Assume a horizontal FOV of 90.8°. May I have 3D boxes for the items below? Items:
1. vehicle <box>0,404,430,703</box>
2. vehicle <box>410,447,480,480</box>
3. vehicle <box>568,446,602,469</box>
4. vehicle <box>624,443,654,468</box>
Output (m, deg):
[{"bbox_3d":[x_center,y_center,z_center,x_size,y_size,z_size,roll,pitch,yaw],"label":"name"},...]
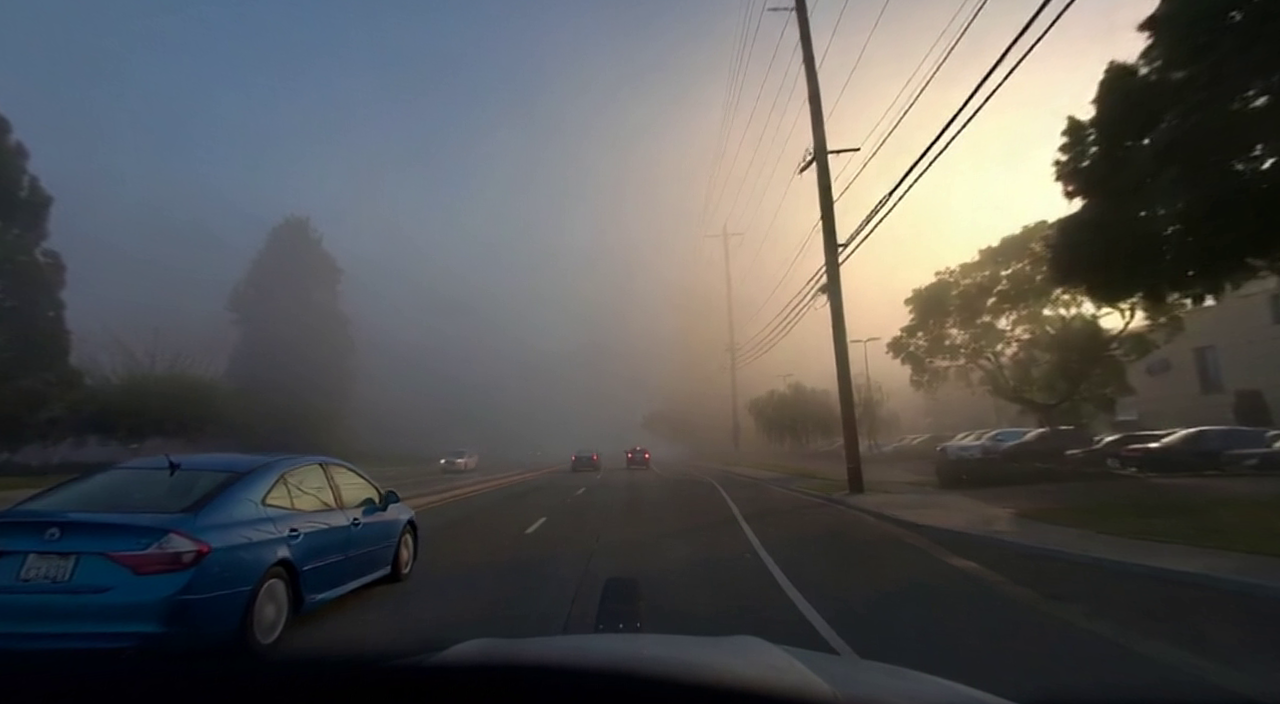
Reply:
[{"bbox_3d":[-3.448,1.375,5.067,1.928,1.488,4.635,0,-10,0],"label":"vehicle"},{"bbox_3d":[-9.033,5.234,29.611,1.971,1.415,4.317,0,-10,-1],"label":"vehicle"},{"bbox_3d":[-3.744,7.348,43.785,2.021,1.486,3.623,0,-10,0],"label":"vehicle"},{"bbox_3d":[-0.128,7.853,47.787,2.182,1.773,4.041,0,-10,-1],"label":"vehicle"}]
